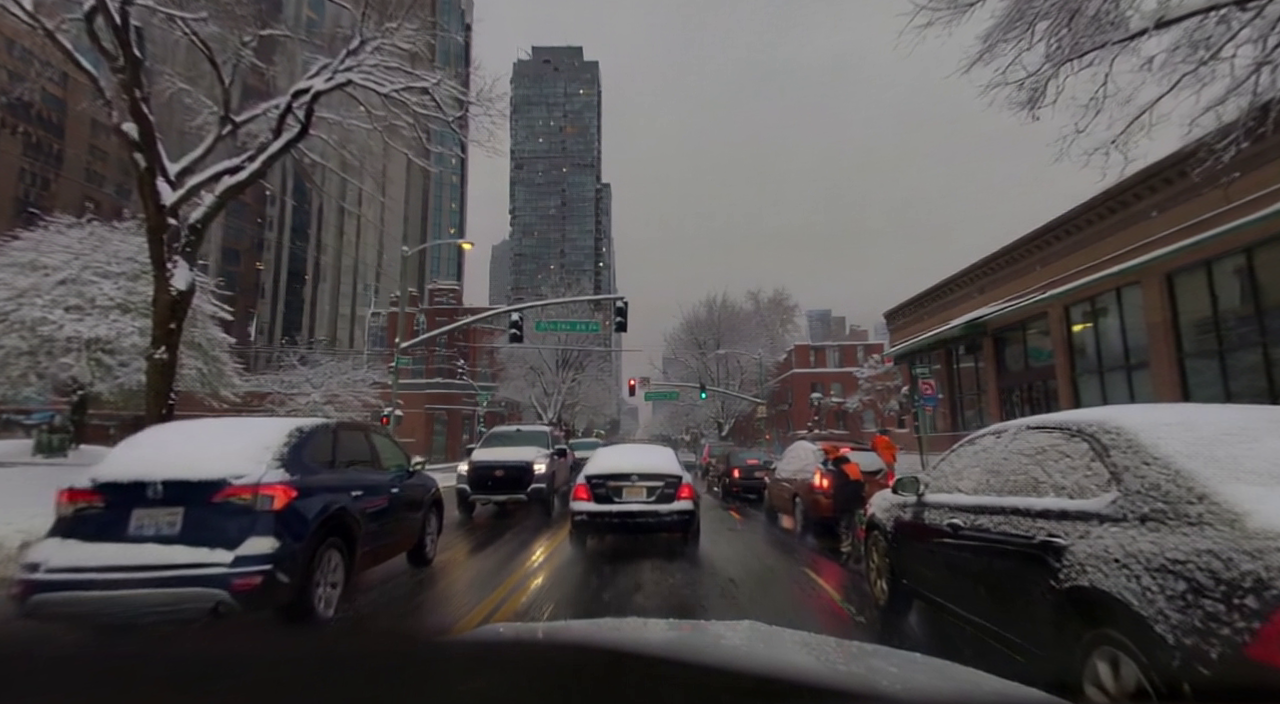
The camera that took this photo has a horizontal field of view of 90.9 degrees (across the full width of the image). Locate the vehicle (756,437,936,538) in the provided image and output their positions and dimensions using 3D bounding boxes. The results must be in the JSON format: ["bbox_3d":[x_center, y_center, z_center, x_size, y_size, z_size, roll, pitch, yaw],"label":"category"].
[{"bbox_3d":[3.586,2.426,12.019,1.973,1.537,4.533,0,-8,1],"label":"vehicle"}]

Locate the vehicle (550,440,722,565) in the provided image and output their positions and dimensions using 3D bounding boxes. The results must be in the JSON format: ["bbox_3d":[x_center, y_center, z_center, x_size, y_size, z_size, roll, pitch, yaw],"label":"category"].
[{"bbox_3d":[-0.042,2.059,9.404,2.031,1.461,3.763,0,-8,0],"label":"vehicle"}]

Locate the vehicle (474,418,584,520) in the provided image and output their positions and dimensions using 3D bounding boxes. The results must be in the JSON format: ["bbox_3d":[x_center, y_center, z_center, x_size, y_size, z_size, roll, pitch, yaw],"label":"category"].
[{"bbox_3d":[-2.418,2.641,14.721,1.683,2.039,3.703,-1,-8,3],"label":"vehicle"}]

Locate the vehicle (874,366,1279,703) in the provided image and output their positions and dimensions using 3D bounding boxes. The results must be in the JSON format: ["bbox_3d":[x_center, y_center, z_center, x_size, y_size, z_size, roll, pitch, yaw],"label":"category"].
[{"bbox_3d":[3.352,1.121,3.920,2.179,1.631,4.173,0,-8,0],"label":"vehicle"}]

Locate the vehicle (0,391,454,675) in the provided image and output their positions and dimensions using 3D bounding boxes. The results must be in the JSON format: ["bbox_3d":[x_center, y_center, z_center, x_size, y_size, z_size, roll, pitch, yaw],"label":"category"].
[{"bbox_3d":[-3.461,1.444,6.196,2.046,1.744,4.407,0,-8,-2],"label":"vehicle"}]
